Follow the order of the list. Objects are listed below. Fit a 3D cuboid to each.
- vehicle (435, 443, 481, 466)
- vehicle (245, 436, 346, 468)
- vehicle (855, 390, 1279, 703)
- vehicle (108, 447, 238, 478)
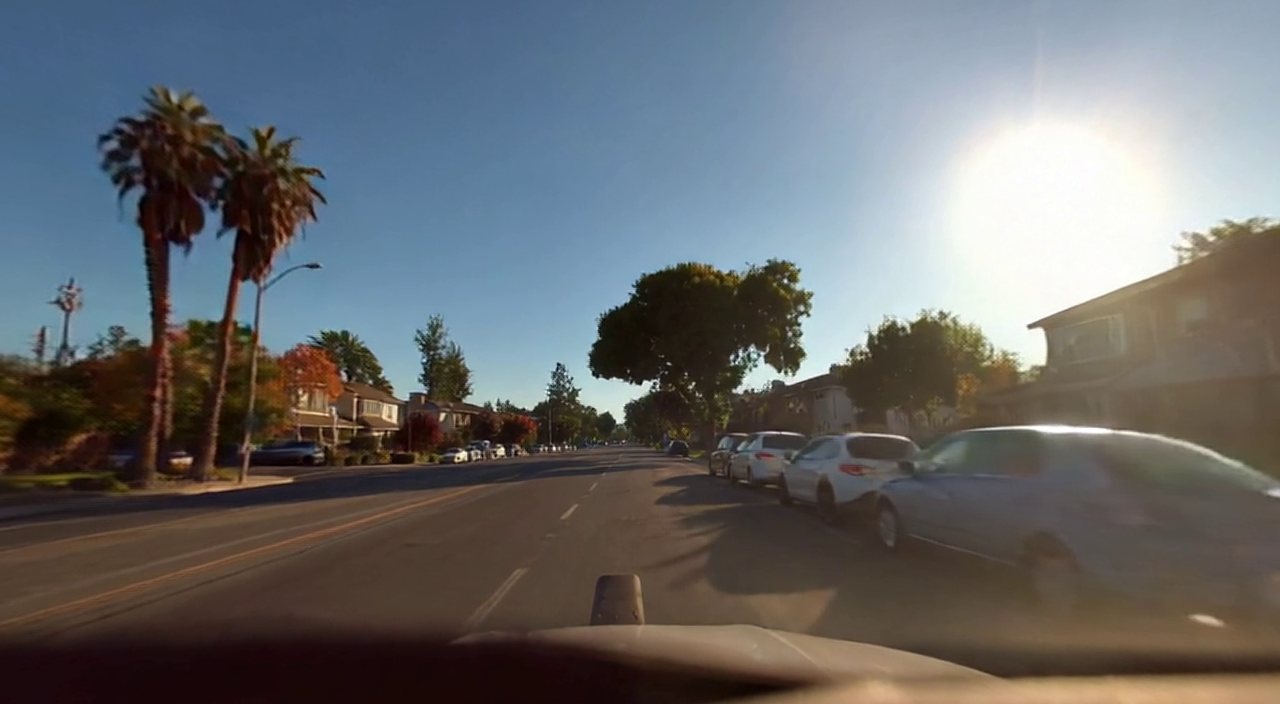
[{"bbox_3d":[-13.802,7.773,48.202,2.131,1.492,4.310,-1,-7,2],"label":"vehicle"},{"bbox_3d":[-22.814,6.618,42.027,5.386,2.043,2.124,0,-9,-1],"label":"vehicle"},{"bbox_3d":[3.665,1.339,5.555,1.954,1.632,4.356,0,-8,-1],"label":"vehicle"},{"bbox_3d":[-23.650,5.601,32.117,4.946,1.518,2.115,0,-8,1],"label":"vehicle"}]
